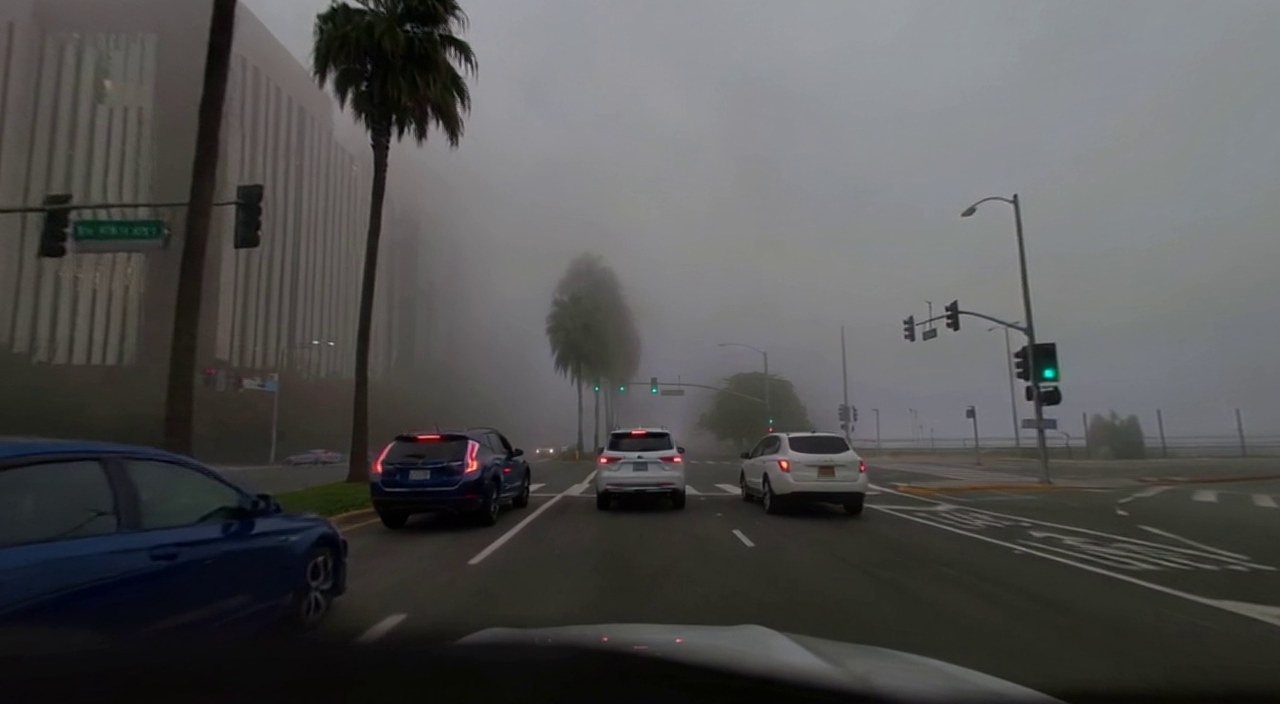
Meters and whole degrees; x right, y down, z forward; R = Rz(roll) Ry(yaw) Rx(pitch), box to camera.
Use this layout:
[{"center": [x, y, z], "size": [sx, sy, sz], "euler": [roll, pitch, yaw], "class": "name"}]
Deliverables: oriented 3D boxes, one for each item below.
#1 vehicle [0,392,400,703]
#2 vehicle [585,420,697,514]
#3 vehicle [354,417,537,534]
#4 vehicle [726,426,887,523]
[{"center": [-3.219, 1.082, 3.472], "size": [1.962, 1.480, 4.605], "euler": [0, -9, 0], "class": "vehicle"}, {"center": [0.012, 2.453, 13.886], "size": [2.060, 1.730, 4.257], "euler": [0, -9, 0], "class": "vehicle"}, {"center": [-3.201, 2.123, 11.377], "size": [1.938, 1.713, 4.048], "euler": [0, -9, 1], "class": "vehicle"}, {"center": [2.992, 2.289, 12.308], "size": [1.936, 1.567, 3.896], "euler": [0, -9, -2], "class": "vehicle"}]
